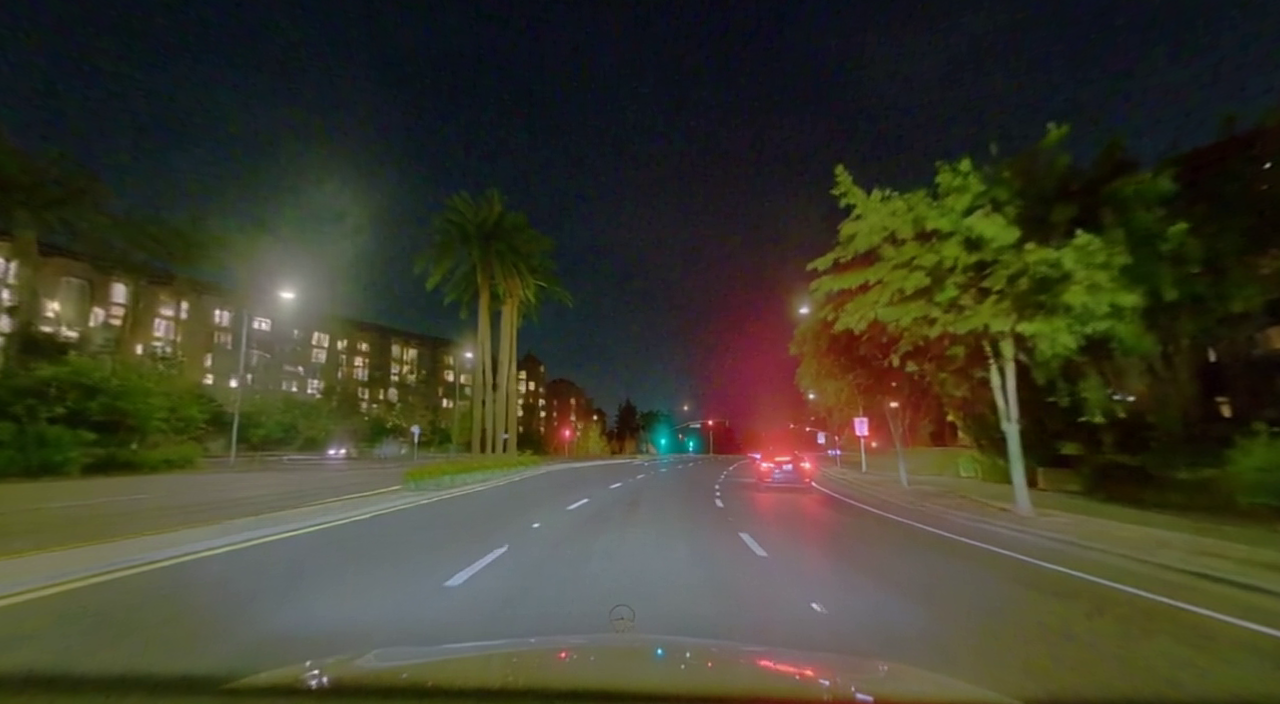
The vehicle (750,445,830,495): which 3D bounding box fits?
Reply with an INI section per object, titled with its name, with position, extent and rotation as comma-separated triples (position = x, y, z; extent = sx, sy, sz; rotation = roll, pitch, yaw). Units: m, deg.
[vehicle]
position = 4.887, 3.879, 21.090
extent = 1.993, 1.483, 3.821
rotation = -1, -9, 4
